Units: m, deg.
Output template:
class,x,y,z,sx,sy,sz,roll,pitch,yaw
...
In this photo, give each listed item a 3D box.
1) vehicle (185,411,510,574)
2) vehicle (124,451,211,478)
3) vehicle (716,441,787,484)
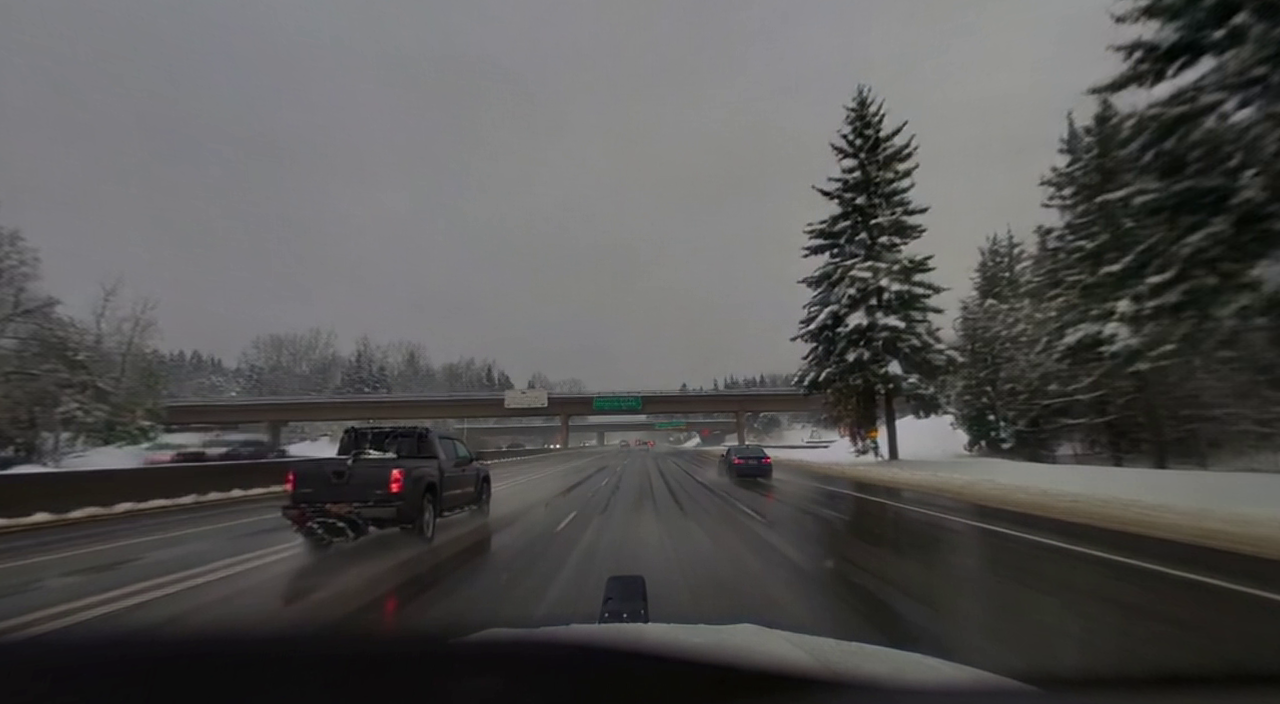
class,x,y,z,sx,sy,sz,roll,pitch,yaw
vehicle,-3.609,1.844,9.189,2.259,1.706,4.924,0,-8,2
vehicle,-28.670,6.838,38.479,1.836,1.466,4.382,0,-8,1
vehicle,4.148,4.161,24.181,1.908,1.483,4.259,0,-8,-1
